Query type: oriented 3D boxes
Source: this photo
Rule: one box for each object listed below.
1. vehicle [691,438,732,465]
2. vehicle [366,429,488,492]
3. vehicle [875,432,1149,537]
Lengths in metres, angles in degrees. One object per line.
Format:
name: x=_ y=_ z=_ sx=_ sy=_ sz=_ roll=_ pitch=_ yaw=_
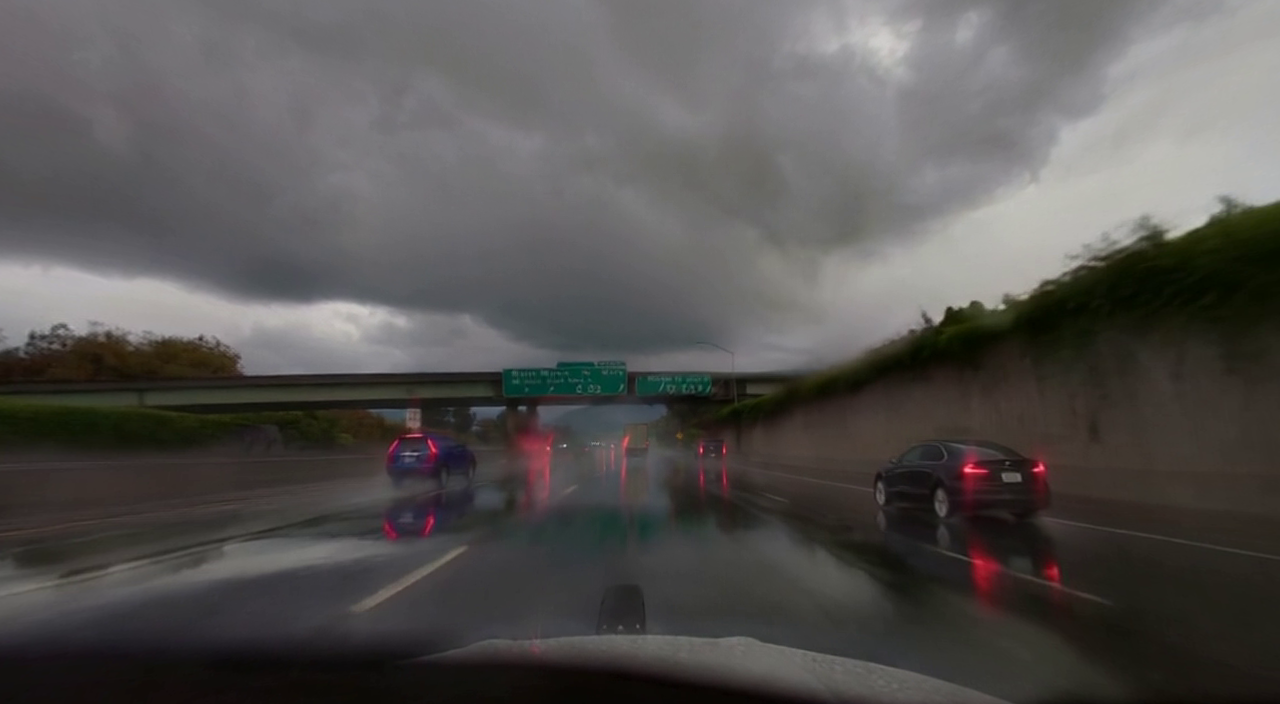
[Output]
vehicle: x=5.222 y=7.363 z=46.710 sx=2.220 sy=1.898 sz=4.752 roll=0 pitch=-9 yaw=-3
vehicle: x=-6.619 y=3.442 z=20.308 sx=2.179 sy=1.753 sz=4.999 roll=0 pitch=-9 yaw=0
vehicle: x=6.322 y=2.286 z=11.553 sx=2.075 sy=1.510 sz=4.569 roll=0 pitch=-9 yaw=-3
